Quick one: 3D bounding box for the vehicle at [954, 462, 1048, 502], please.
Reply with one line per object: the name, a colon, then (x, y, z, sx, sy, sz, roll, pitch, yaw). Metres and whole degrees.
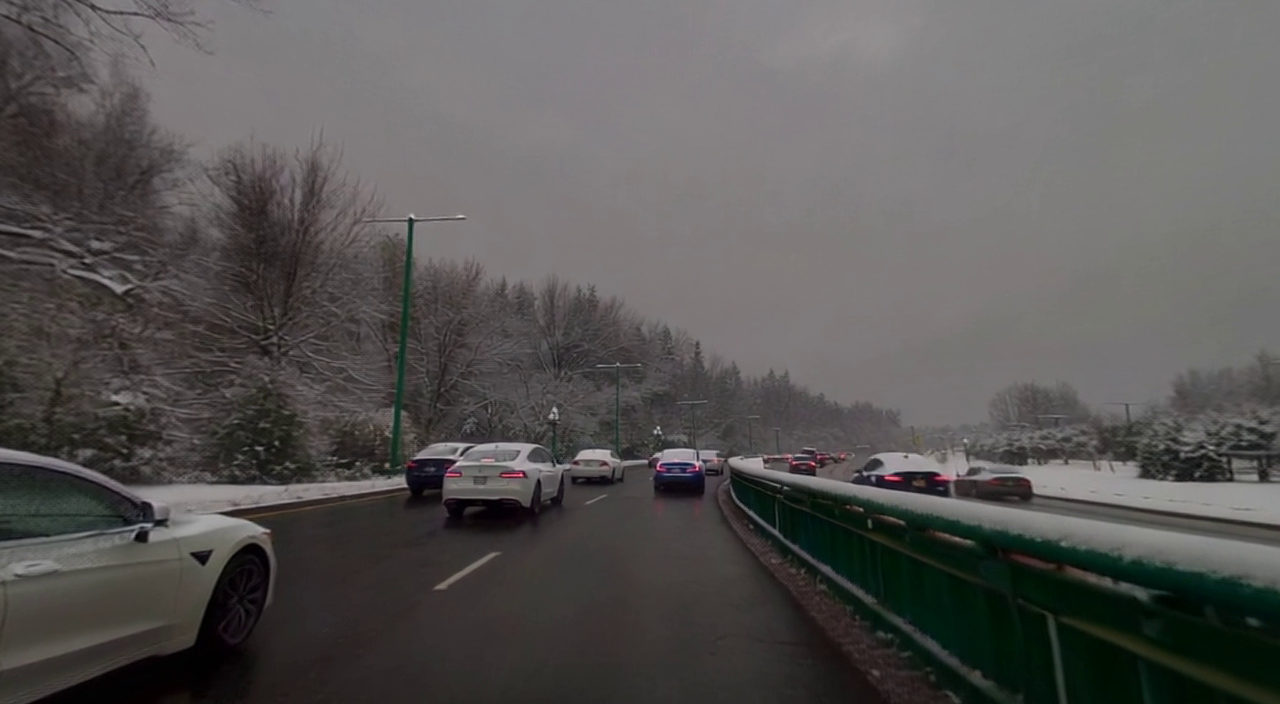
vehicle: (15.691, 5.629, 27.675, 1.816, 1.481, 4.422, 0, -9, 5)

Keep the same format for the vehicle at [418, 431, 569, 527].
vehicle: (-2.872, 2.610, 13.551, 1.979, 1.663, 4.513, 0, -9, 2)

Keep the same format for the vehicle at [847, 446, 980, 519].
vehicle: (7.004, 3.327, 16.632, 1.768, 1.634, 4.064, 0, -9, 2)

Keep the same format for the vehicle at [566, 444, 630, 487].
vehicle: (-1.658, 4.708, 26.485, 1.930, 1.635, 4.260, -1, -9, 7)

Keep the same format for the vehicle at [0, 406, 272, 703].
vehicle: (-3.493, 0.896, 2.032, 1.921, 1.503, 4.317, 0, -9, 1)

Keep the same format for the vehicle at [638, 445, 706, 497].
vehicle: (1.123, 3.863, 20.896, 2.015, 1.506, 4.276, 0, -9, 4)
